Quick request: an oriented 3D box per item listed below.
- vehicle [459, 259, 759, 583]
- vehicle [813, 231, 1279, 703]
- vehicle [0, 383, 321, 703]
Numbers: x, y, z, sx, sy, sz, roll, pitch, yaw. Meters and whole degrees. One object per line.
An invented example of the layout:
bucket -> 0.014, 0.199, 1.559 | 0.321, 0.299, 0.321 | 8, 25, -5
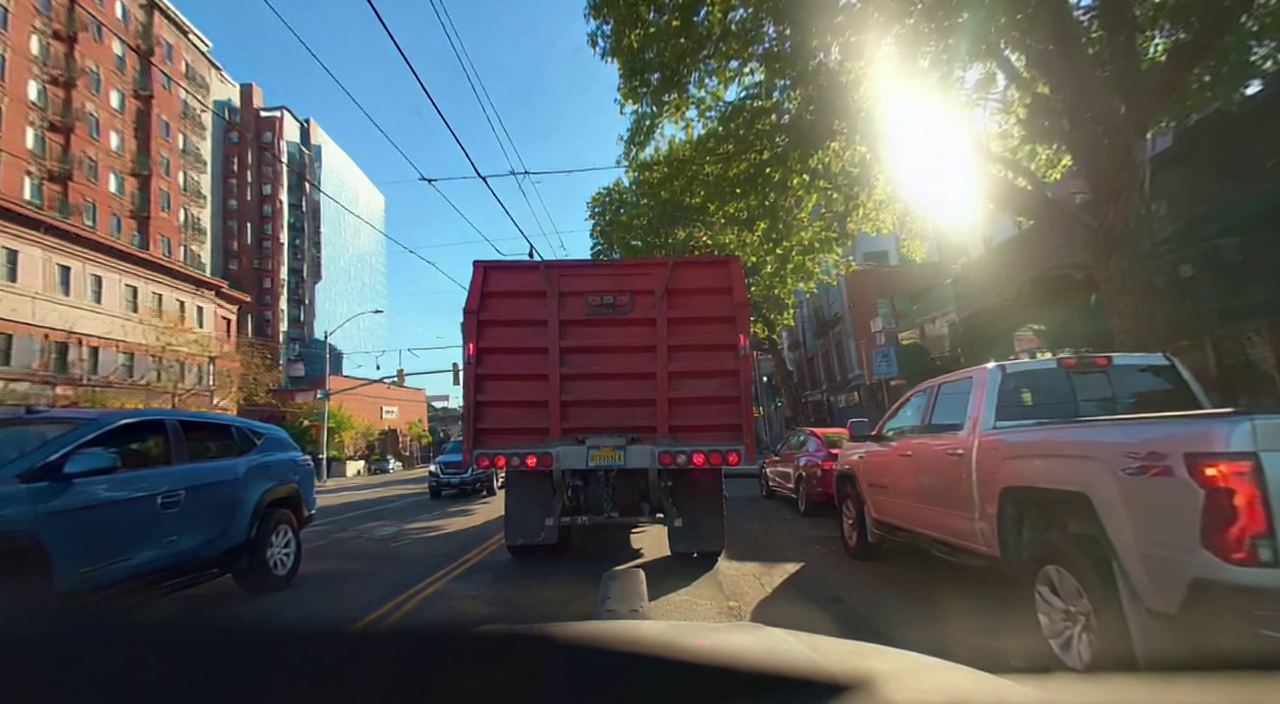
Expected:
vehicle -> -0.258, 1.231, 10.367 | 2.878, 3.204, 8.244 | 0, -8, 1
vehicle -> 3.239, 0.966, 4.911 | 2.242, 1.979, 5.722 | 0, -8, 1
vehicle -> -4.122, 1.101, 3.820 | 1.988, 1.657, 4.492 | 0, -8, 1
